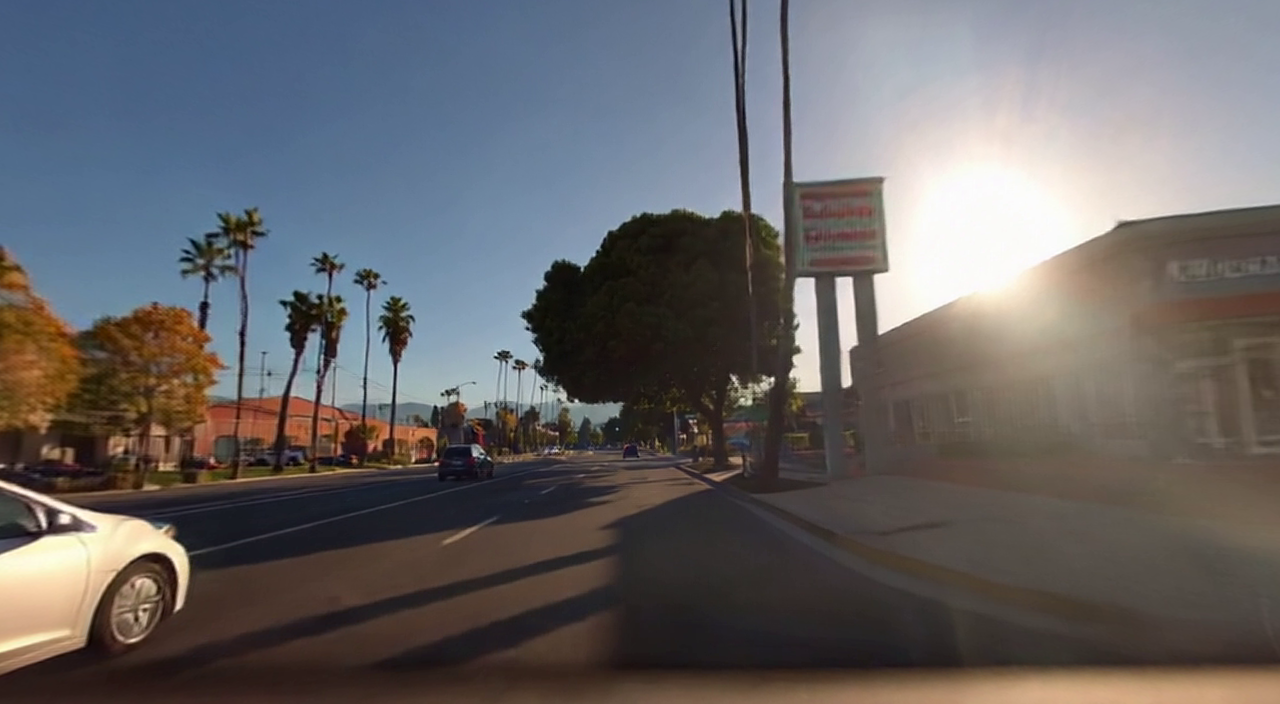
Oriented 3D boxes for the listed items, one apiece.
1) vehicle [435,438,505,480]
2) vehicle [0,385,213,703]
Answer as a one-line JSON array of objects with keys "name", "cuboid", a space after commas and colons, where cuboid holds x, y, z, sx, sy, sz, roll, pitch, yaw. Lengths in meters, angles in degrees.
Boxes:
[{"name": "vehicle", "cuboid": [-7.955, 5.026, 29.906, 2.136, 1.844, 4.363, 0, -8, -1]}, {"name": "vehicle", "cuboid": [-4.317, 0.937, 2.717, 2.041, 1.666, 4.182, 0, -8, -1]}]
